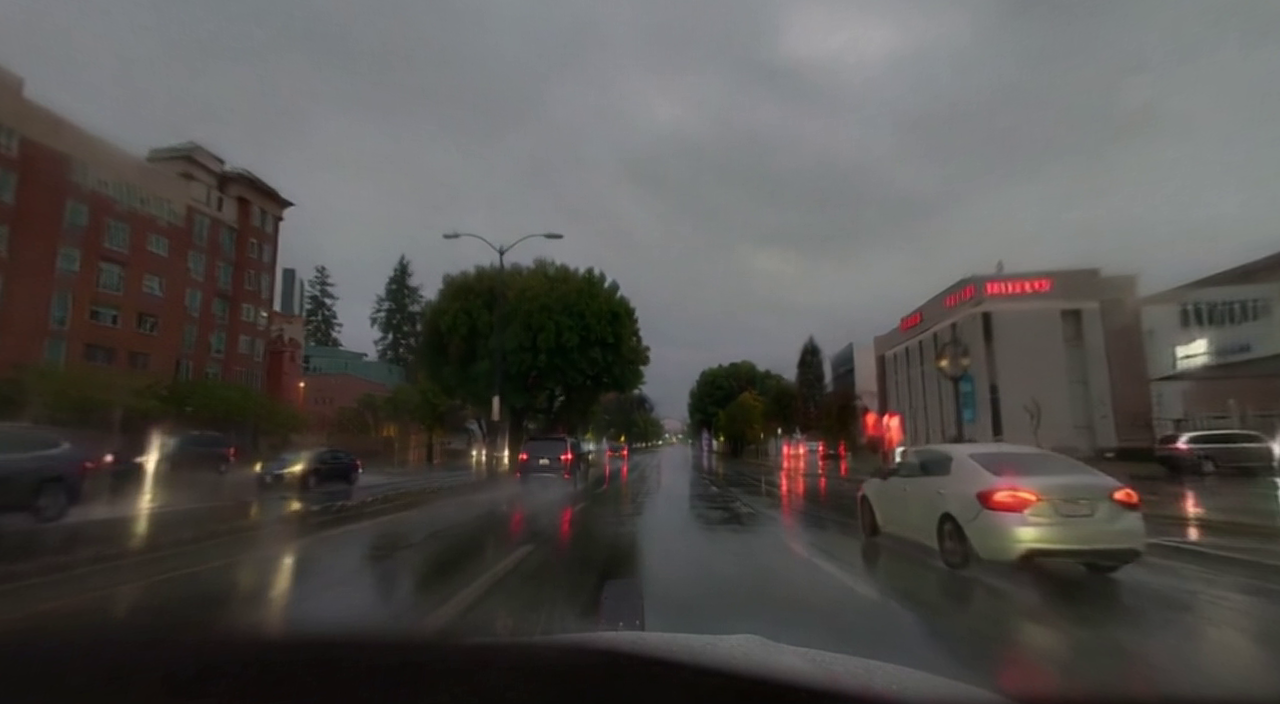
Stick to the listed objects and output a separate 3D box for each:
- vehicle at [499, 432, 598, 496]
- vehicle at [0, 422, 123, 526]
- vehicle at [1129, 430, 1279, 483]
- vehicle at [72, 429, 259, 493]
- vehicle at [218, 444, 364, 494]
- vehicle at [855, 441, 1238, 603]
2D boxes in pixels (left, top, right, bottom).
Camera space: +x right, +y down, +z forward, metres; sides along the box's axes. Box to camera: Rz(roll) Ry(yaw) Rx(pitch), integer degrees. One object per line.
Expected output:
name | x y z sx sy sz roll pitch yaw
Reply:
vehicle | -2.835 3.627 20.888 2.305 1.833 4.912 -1 -9 3
vehicle | -11.730 2.049 10.590 2.016 1.710 4.734 0 -9 1
vehicle | 24.344 4.286 26.086 2.429 1.938 6.118 2 -9 -17
vehicle | -14.993 3.468 20.453 2.097 1.813 4.998 0 -9 1
vehicle | -11.405 3.836 21.145 1.960 1.451 4.870 -1 -9 2
vehicle | 4.495 1.900 8.059 1.960 1.471 4.378 0 -9 0
